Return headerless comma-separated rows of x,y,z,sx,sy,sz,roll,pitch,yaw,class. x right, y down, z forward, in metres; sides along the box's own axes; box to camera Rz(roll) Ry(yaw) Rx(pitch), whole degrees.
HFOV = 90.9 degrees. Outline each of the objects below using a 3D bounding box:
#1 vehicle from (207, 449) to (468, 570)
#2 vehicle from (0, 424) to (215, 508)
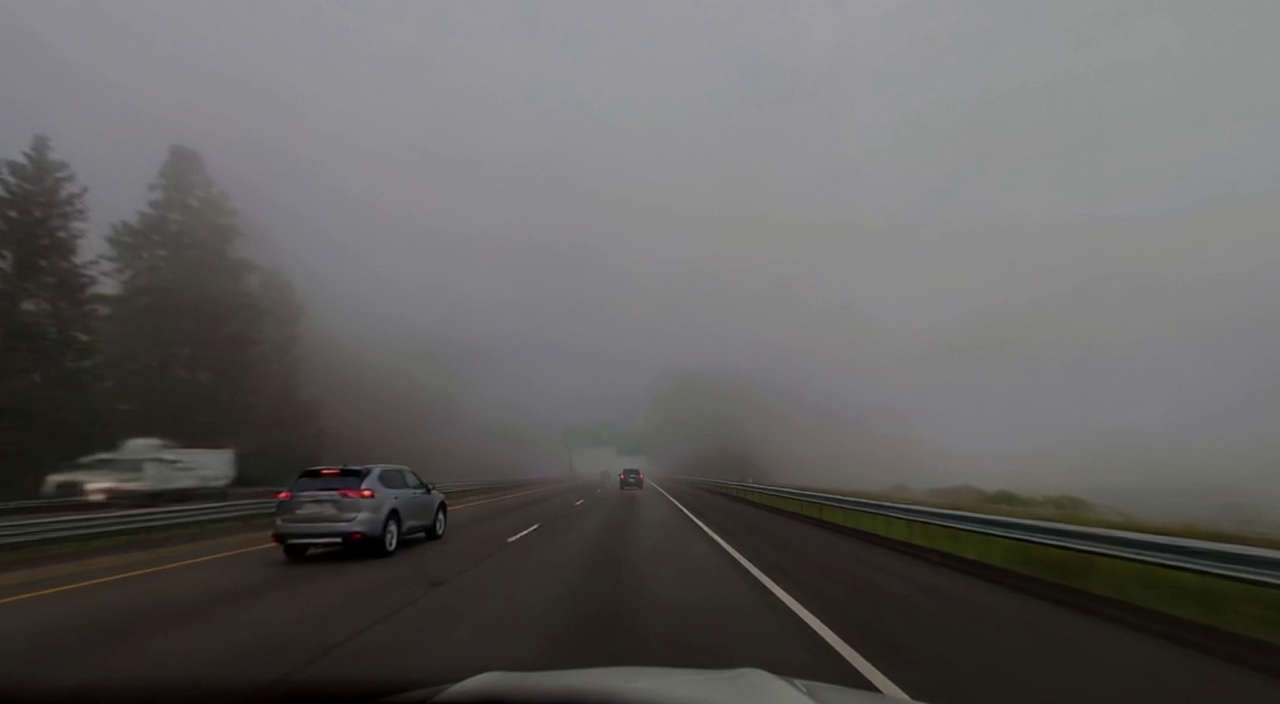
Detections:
-4.415,2.401,10.182,2.003,1.479,4.363,1,-11,0,vehicle
-16.742,3.662,20.212,2.216,2.293,5.474,1,-11,1,vehicle
